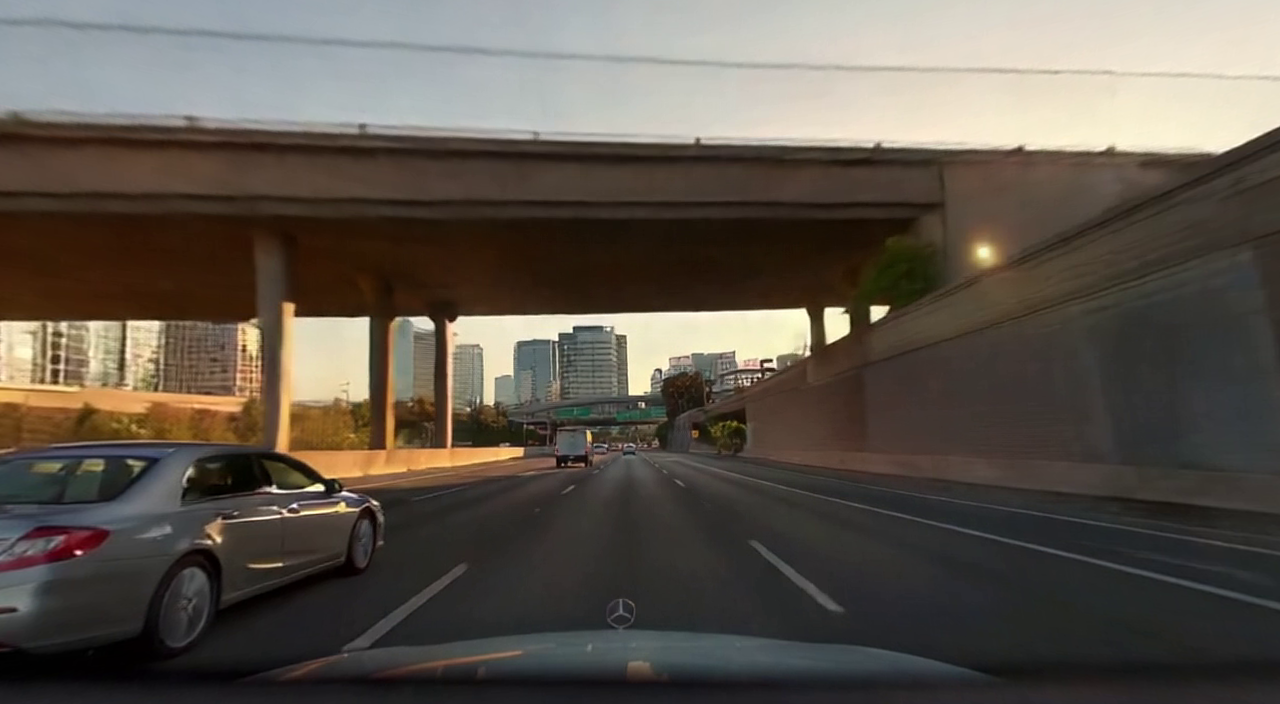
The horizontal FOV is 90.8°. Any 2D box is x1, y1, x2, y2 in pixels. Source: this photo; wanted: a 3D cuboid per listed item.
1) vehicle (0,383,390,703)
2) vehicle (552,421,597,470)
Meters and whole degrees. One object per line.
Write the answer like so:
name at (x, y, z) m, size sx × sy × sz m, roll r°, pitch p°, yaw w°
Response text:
vehicle at (-3.607, 1.153, 4.155) m, size 2.025 × 1.556 × 4.594 m, roll 0°, pitch -9°, yaw 0°
vehicle at (-4.234, 6.225, 42.077) m, size 2.364 × 2.953 × 6.732 m, roll 0°, pitch -8°, yaw -1°
